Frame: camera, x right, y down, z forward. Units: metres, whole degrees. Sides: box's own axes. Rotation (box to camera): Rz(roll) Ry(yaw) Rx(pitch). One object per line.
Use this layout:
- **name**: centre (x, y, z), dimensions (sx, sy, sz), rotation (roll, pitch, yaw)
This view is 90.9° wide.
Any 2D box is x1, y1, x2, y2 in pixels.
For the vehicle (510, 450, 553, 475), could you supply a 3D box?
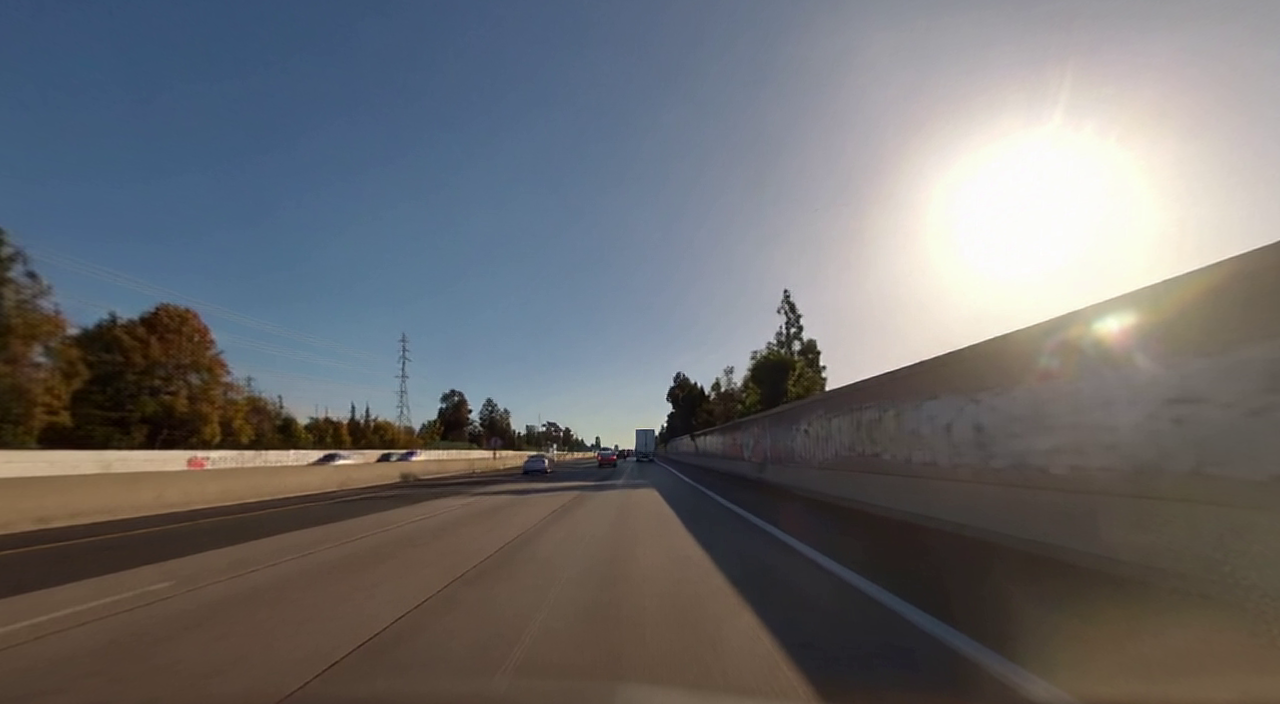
- **vehicle**: centre (-6.627, 6.767, 38.672), dimensions (2.027, 1.431, 3.033), rotation (0, -9, 1)
